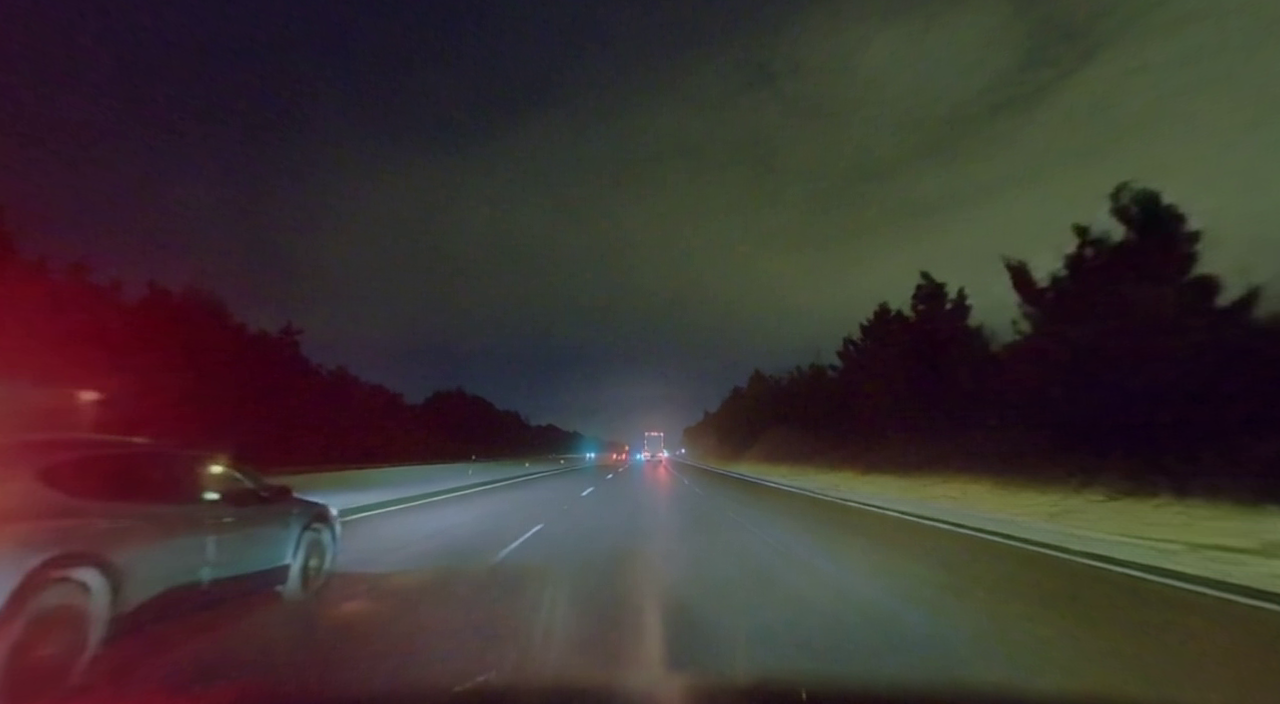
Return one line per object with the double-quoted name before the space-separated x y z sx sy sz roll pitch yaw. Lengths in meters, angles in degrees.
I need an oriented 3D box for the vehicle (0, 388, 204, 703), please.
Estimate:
"vehicle" -4.158 0.881 2.434 2.035 1.595 4.022 0 -9 0
